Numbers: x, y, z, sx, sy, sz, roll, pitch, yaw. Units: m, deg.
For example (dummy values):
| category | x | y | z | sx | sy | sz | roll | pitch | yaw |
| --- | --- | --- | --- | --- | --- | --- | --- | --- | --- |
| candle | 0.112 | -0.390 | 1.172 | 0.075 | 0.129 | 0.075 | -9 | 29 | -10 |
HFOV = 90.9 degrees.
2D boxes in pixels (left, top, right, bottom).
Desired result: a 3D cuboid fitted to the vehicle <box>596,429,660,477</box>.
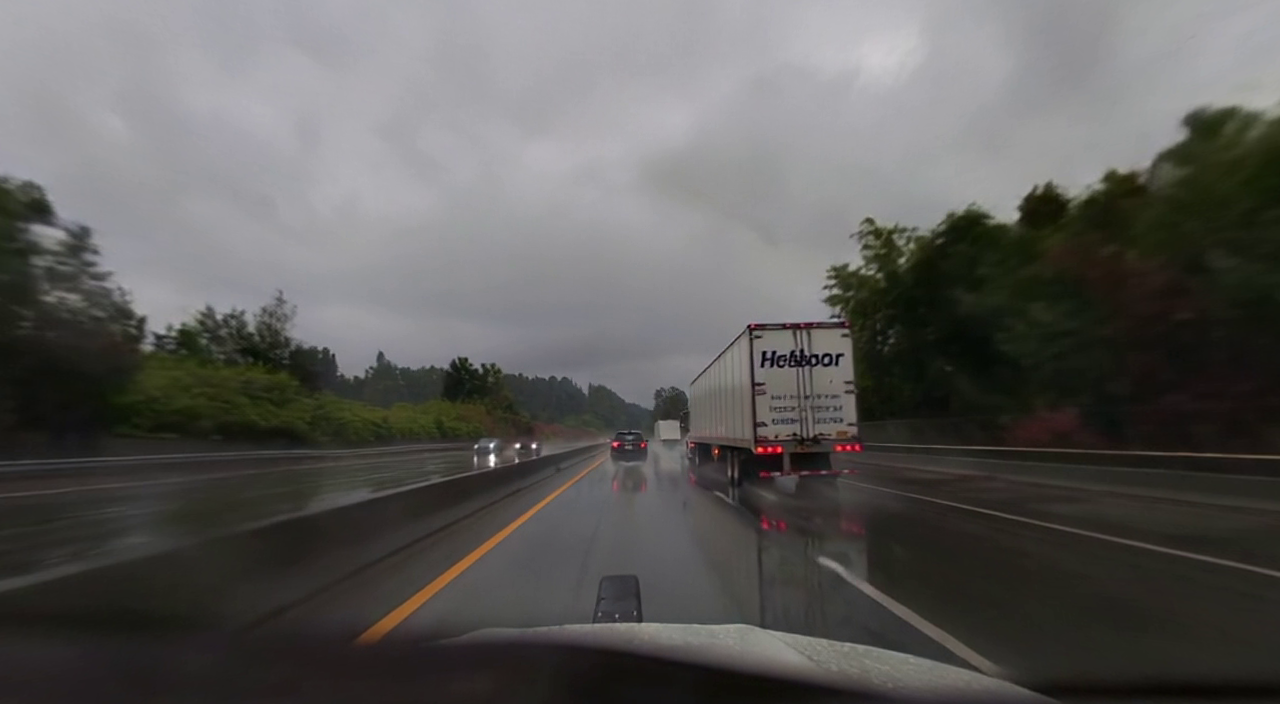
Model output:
| category | x | y | z | sx | sy | sz | roll | pitch | yaw |
| --- | --- | --- | --- | --- | --- | --- | --- | --- | --- |
| vehicle | -0.445 | 3.561 | 22.637 | 2.095 | 1.557 | 3.963 | 0 | -8 | -1 |

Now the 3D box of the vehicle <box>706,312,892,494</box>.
| category | x | y | z | sx | sy | sz | roll | pitch | yaw |
| --- | --- | --- | --- | --- | --- | --- | --- | --- | --- |
| vehicle | 4.014 | 1.745 | 18.938 | 2.853 | 4.038 | 9.832 | 0 | -8 | -1 |
